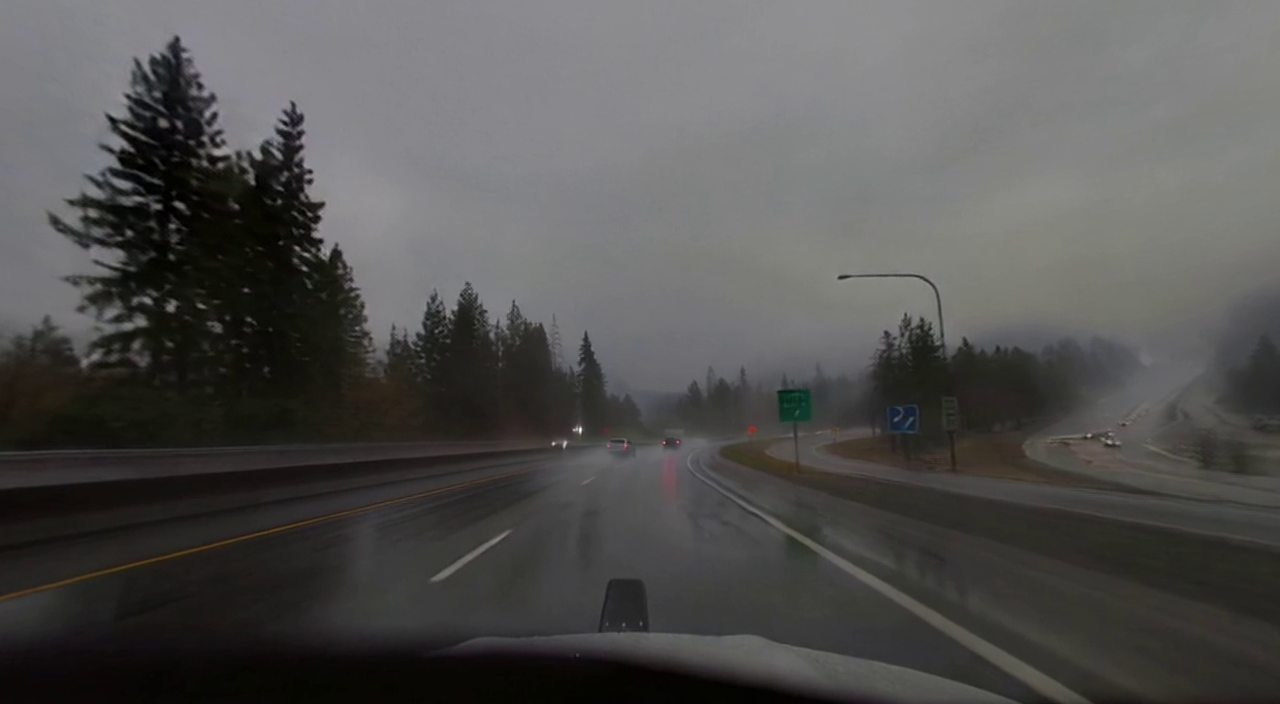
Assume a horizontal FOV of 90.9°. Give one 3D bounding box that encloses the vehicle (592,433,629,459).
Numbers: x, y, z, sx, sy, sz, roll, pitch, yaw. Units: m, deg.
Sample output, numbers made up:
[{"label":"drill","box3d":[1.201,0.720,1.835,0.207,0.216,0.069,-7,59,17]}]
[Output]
[{"label":"vehicle","box3d":[-2.066,6.745,45.347,2.129,1.742,4.217,-1,-8,5]}]
